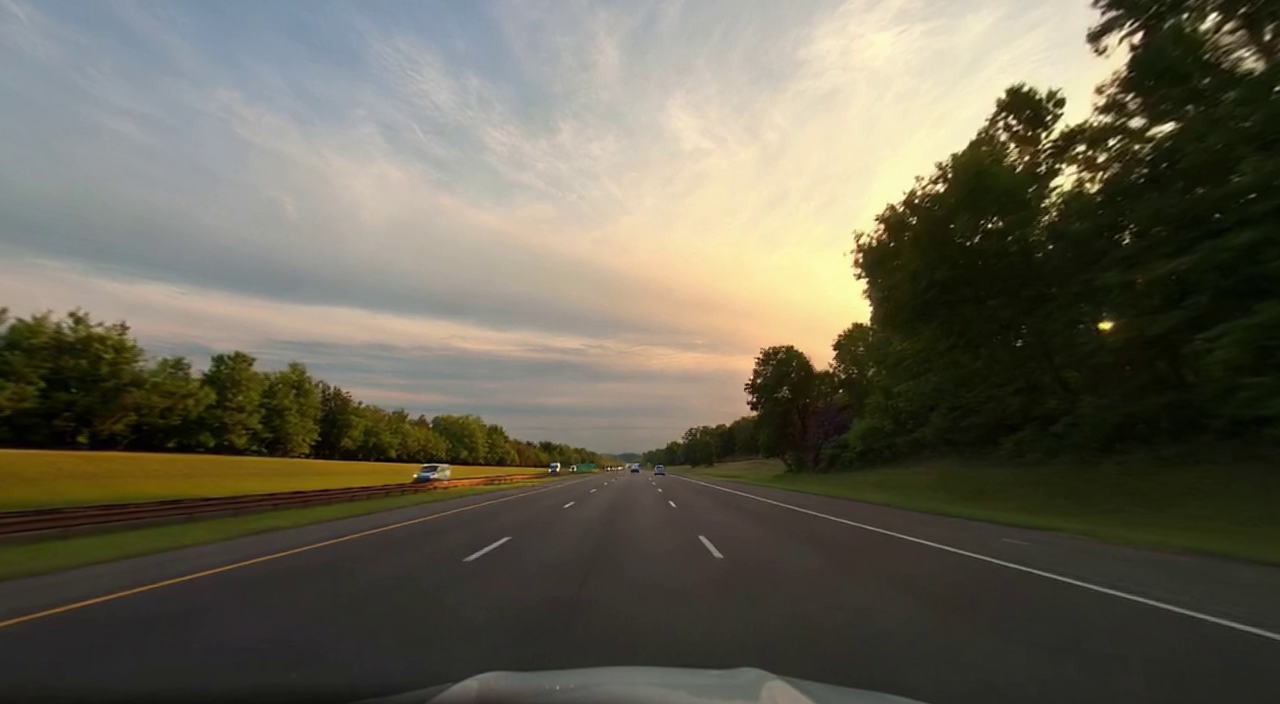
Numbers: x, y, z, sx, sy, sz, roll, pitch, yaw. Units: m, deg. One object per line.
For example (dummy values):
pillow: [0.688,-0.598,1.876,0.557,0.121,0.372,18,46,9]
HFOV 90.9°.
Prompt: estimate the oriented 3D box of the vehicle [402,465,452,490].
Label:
vehicle: [-13.428,7.897,39.893,1.752,1.454,3.796,1,-10,0]
